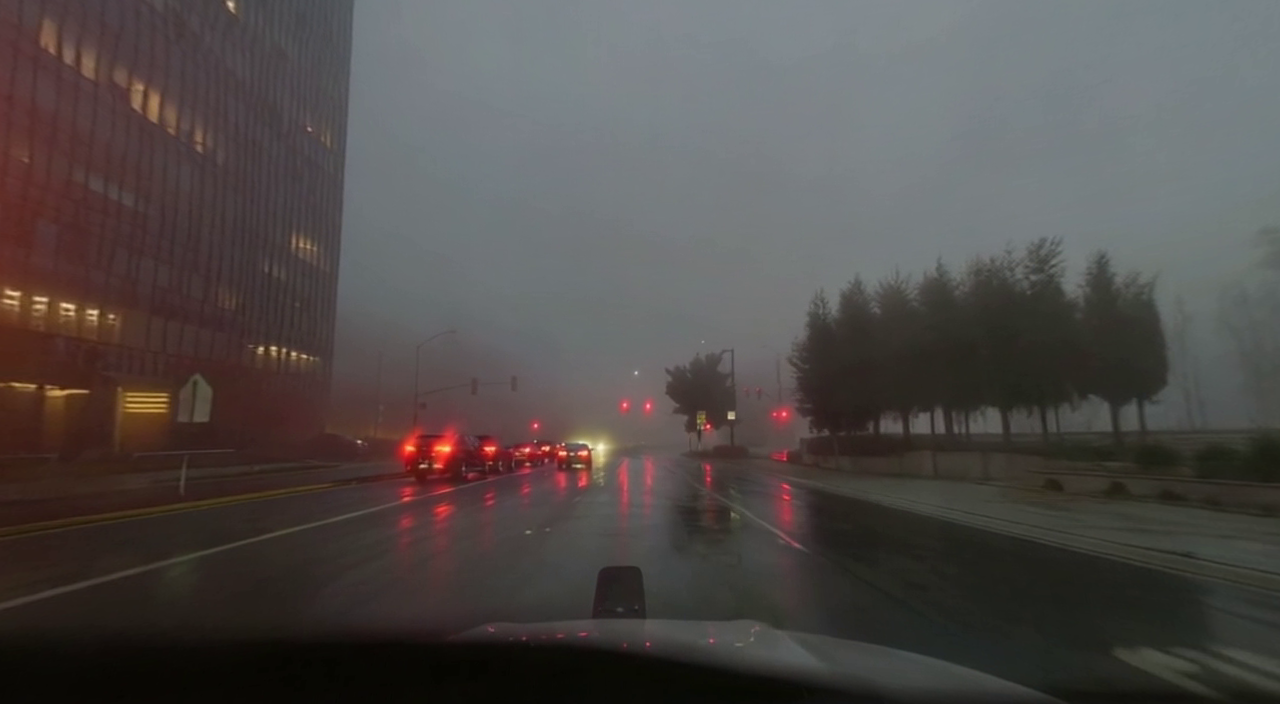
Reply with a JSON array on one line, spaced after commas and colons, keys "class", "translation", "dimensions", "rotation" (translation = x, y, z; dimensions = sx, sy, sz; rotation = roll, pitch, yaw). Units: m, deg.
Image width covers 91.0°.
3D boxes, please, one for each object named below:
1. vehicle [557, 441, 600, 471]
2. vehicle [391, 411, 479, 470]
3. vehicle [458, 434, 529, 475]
[{"class": "vehicle", "translation": [-3.739, 6.401, 38.983], "dimensions": [2.181, 1.706, 4.334], "rotation": [0, -9, 1]}, {"class": "vehicle", "translation": [-12.773, 5.702, 40.049], "dimensions": [2.887, 3.366, 7.454], "rotation": [0, -9, 1]}, {"class": "vehicle", "translation": [-7.144, 5.057, 31.245], "dimensions": [2.204, 1.844, 4.766], "rotation": [0, -9, 2]}]
